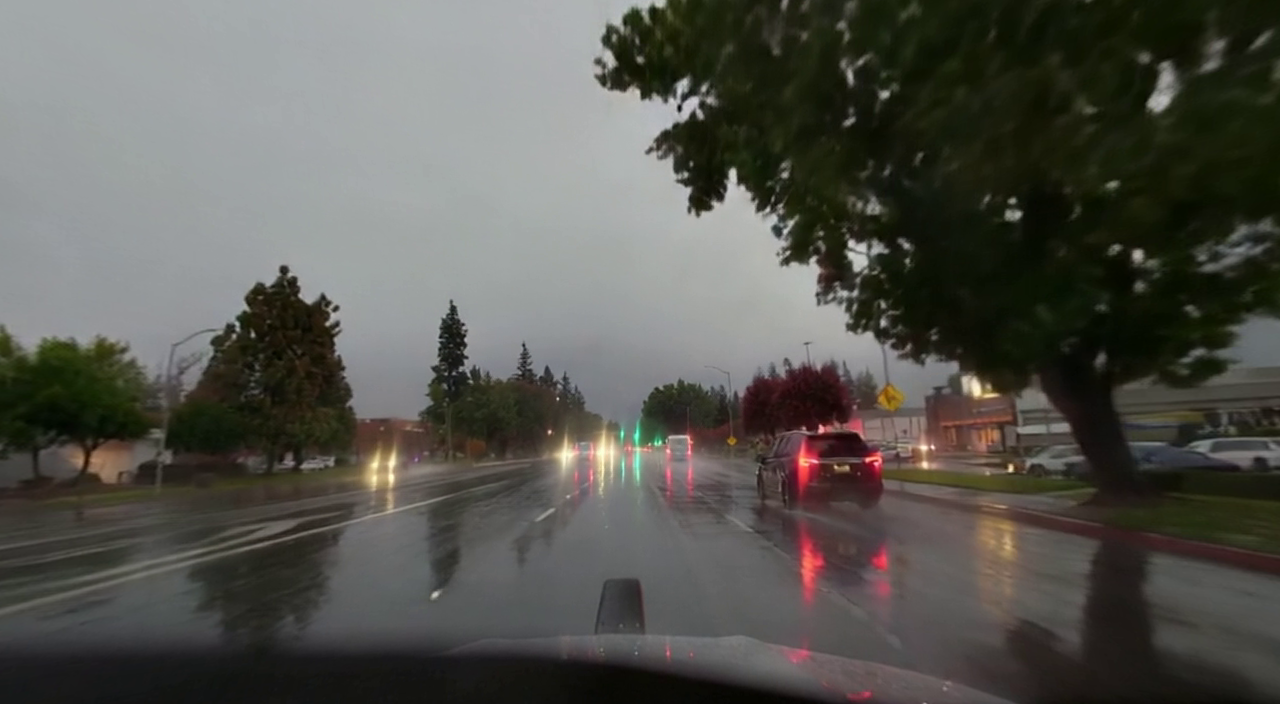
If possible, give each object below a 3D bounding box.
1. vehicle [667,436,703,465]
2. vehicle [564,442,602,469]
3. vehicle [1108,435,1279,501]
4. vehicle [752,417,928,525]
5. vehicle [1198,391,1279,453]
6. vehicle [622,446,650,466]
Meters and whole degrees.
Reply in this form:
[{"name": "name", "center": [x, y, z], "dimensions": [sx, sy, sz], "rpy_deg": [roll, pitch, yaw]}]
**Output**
[{"name": "vehicle", "center": [3.338, 7.483, 48.019], "dimensions": [2.197, 2.034, 4.667], "rpy_deg": [0, -9, -2]}, {"name": "vehicle", "center": [-3.982, 7.377, 45.037], "dimensions": [2.220, 1.793, 4.885], "rpy_deg": [0, -9, 1]}, {"name": "vehicle", "center": [16.293, 3.259, 17.959], "dimensions": [4.407, 1.494, 1.799], "rpy_deg": [-4, -9, 1]}, {"name": "vehicle", "center": [3.768, 2.335, 12.895], "dimensions": [2.060, 1.816, 4.343], "rpy_deg": [0, -9, -1]}, {"name": "vehicle", "center": [36.805, 4.071, 36.823], "dimensions": [5.871, 3.300, 2.842], "rpy_deg": [0, -11, -9]}, {"name": "vehicle", "center": [-0.318, 7.934, 48.448], "dimensions": [2.074, 1.463, 4.016], "rpy_deg": [0, -9, -1]}]
